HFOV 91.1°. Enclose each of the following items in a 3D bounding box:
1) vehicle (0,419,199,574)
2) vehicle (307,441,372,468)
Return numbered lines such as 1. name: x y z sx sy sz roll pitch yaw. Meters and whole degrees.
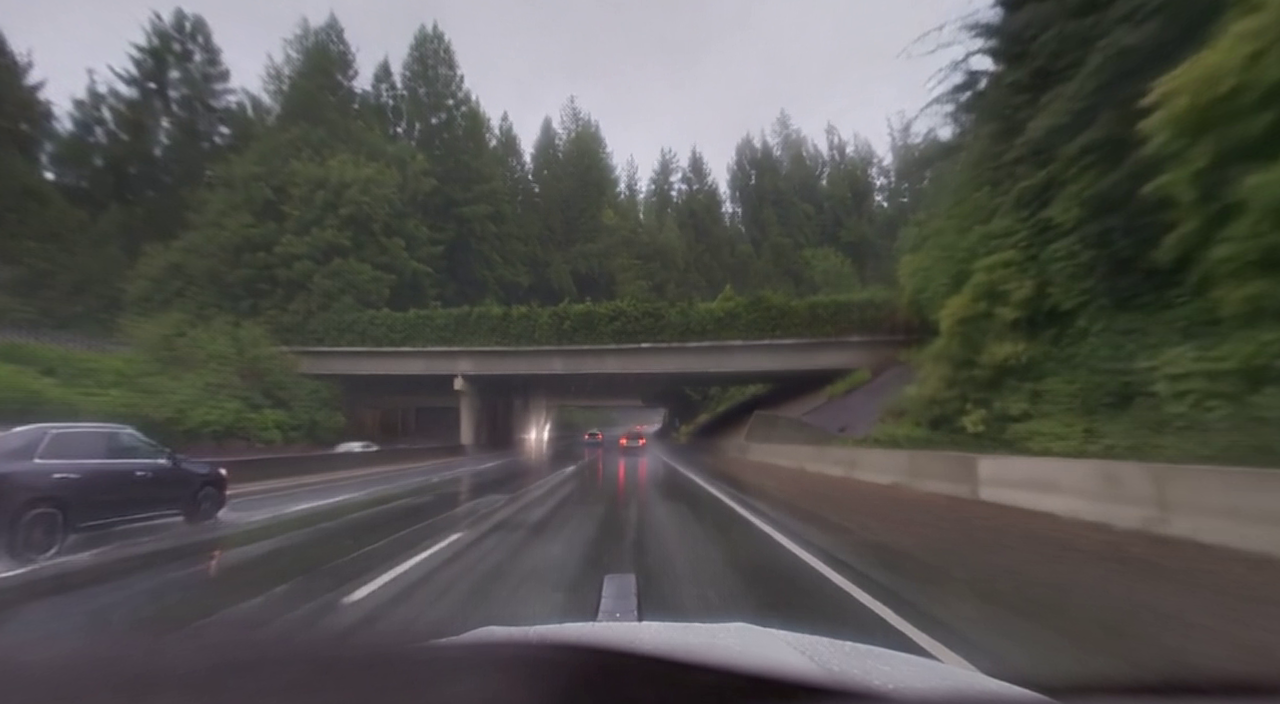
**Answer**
1. vehicle: -7.415 1.502 6.755 2.118 1.524 4.422 0 -8 0
2. vehicle: -17.219 5.897 36.287 1.776 1.421 4.169 0 -8 -1
